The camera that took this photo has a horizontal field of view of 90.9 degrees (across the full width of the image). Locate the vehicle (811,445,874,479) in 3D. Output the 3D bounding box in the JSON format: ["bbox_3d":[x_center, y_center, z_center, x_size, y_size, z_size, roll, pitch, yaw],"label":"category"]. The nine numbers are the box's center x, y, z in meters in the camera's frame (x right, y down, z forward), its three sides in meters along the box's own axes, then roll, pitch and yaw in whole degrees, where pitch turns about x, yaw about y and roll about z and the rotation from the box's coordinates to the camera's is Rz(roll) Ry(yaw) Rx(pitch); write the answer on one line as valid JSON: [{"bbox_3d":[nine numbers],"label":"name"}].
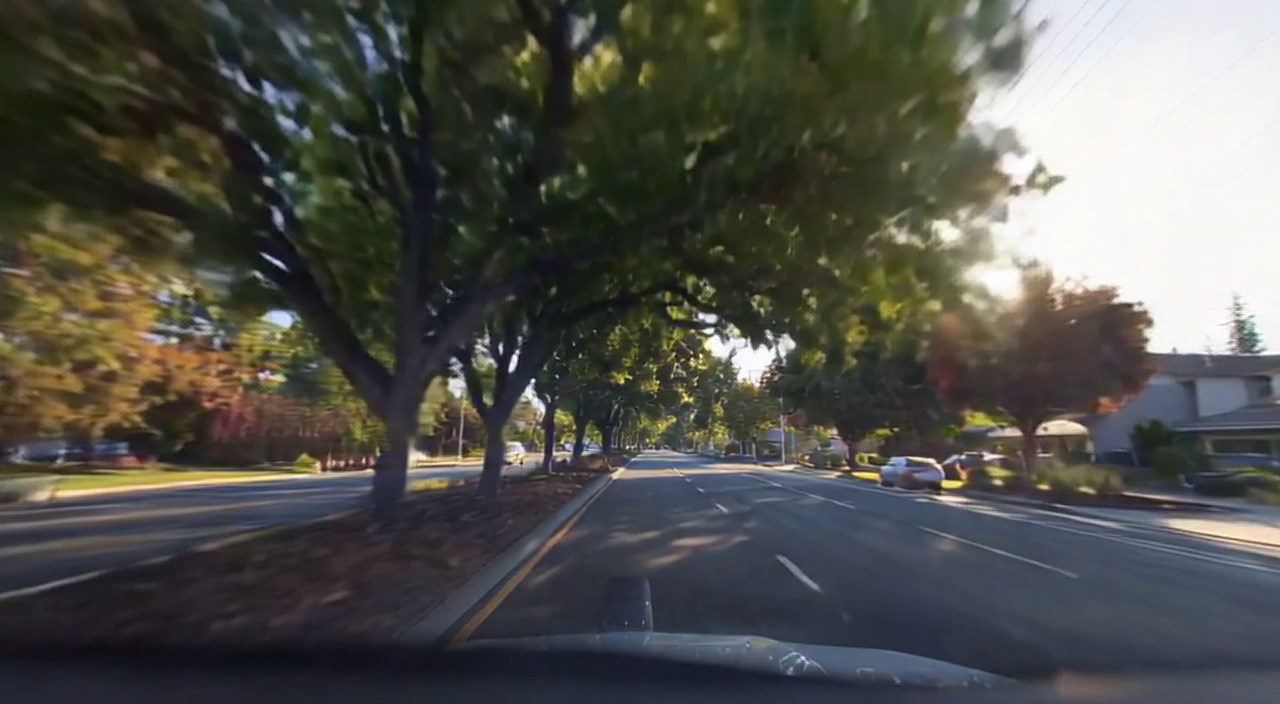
[{"bbox_3d":[11.957,6.500,37.600,2.178,1.858,4.726,0,-8,-1],"label":"vehicle"}]

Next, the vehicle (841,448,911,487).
[{"bbox_3d":[11.814,5.772,31.860,1.869,1.522,4.295,8,-8,1],"label":"vehicle"}]

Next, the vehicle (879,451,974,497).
[{"bbox_3d":[11.683,4.962,26.034,2.061,1.575,4.098,4,-8,1],"label":"vehicle"}]

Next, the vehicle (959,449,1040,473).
[{"bbox_3d":[25.918,7.873,45.525,4.670,1.636,1.946,0,-8,0],"label":"vehicle"}]
